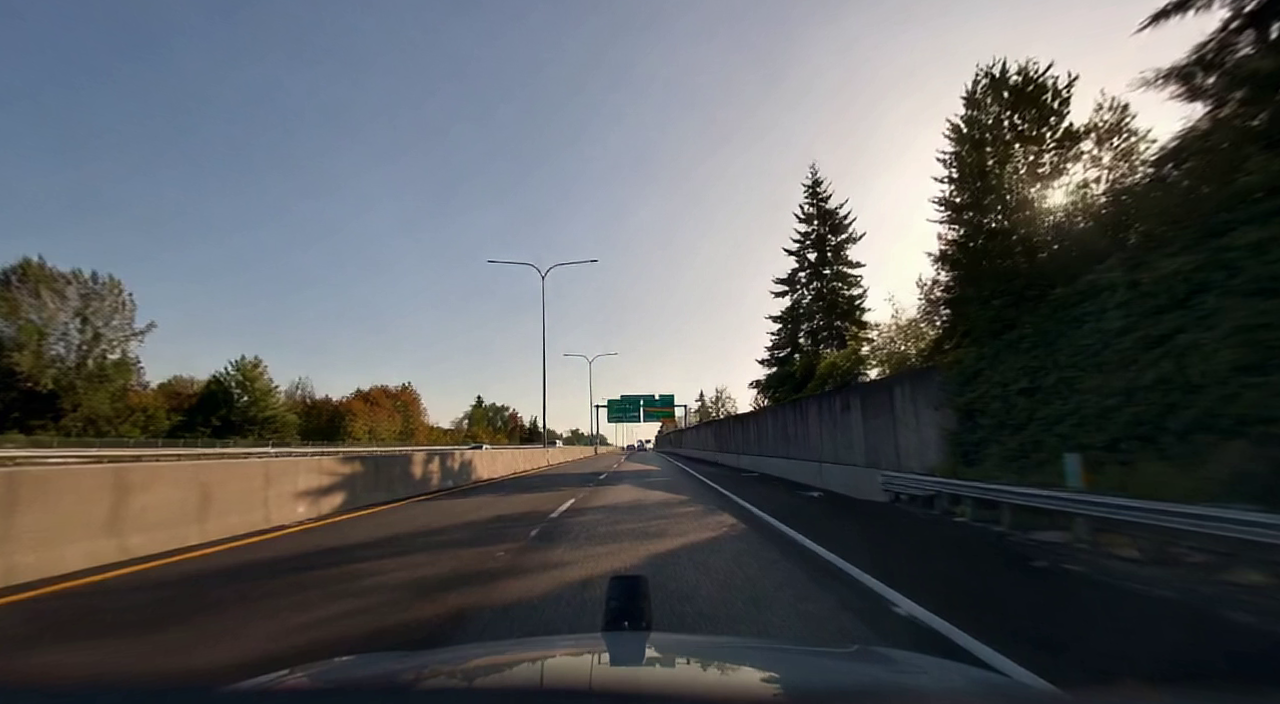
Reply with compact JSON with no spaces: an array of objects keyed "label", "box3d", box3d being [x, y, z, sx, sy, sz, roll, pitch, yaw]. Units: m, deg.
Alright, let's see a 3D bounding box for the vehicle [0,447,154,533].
[{"label":"vehicle","box3d":[-12.048,2.623,12.354,1.792,1.468,3.946,0,-8,0]}]
